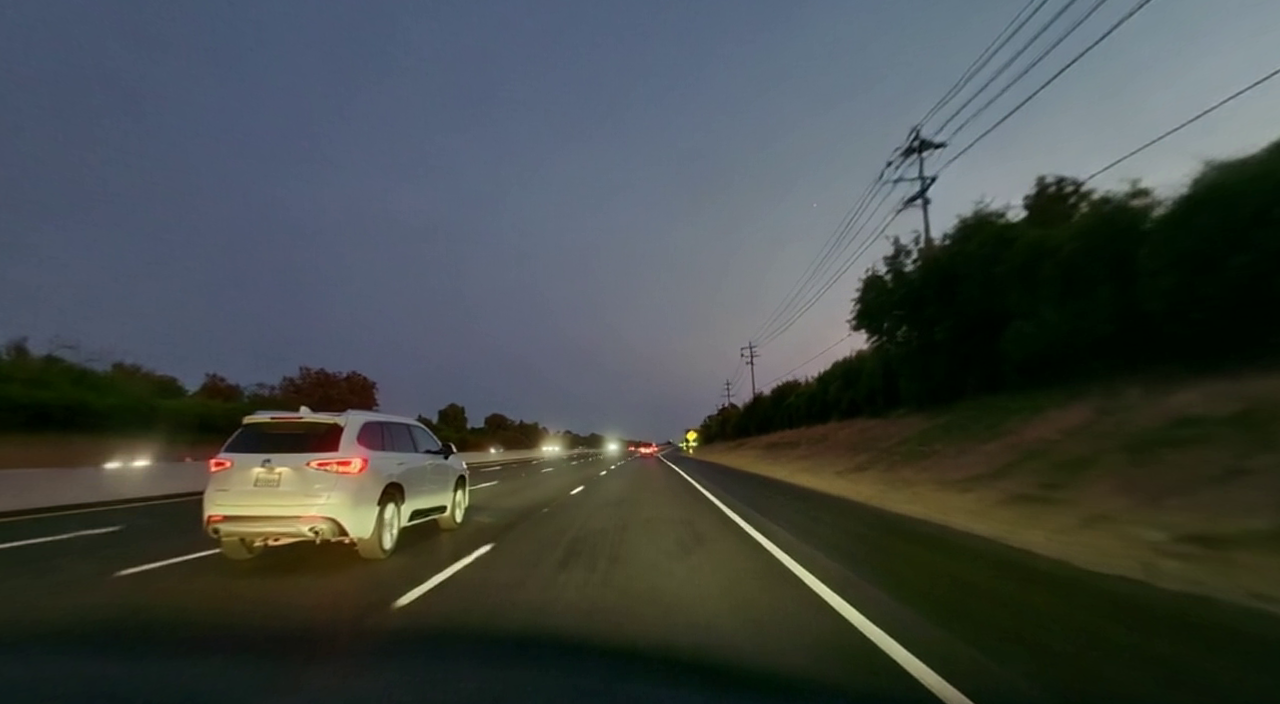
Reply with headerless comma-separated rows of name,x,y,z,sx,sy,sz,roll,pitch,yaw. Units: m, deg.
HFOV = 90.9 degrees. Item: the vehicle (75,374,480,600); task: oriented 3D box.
vehicle,-3.831,1.550,8.129,2.136,1.975,5.037,0,-8,1
